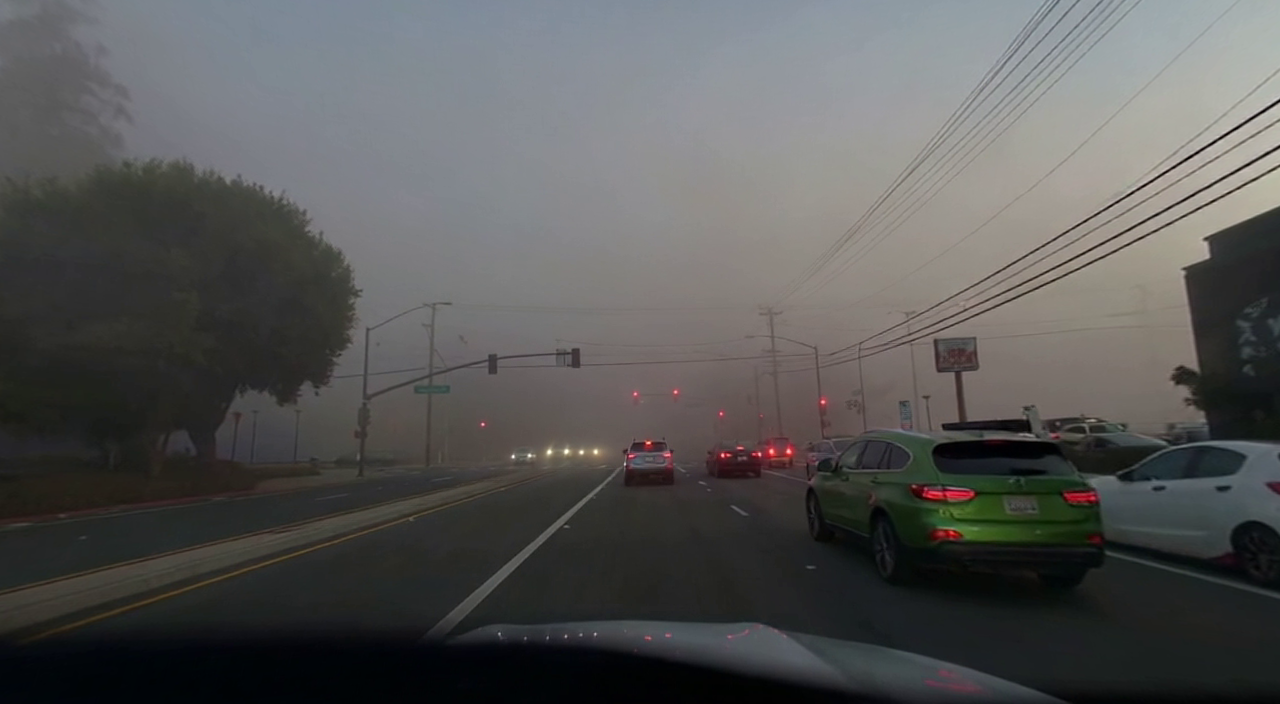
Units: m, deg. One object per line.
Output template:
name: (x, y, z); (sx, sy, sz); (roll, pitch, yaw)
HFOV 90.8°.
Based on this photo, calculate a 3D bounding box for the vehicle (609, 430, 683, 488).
vehicle: (0.201, 3.412, 20.449); (2.149, 1.668, 3.962); (0, -9, 1)

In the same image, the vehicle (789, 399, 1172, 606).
vehicle: (3.191, 1.507, 7.178); (1.998, 1.620, 4.267); (0, -9, 1)

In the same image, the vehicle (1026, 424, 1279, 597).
vehicle: (6.299, 1.478, 6.317); (1.906, 1.435, 4.670); (0, -9, 0)

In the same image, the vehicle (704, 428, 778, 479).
vehicle: (3.812, 3.945, 24.715); (2.060, 1.789, 4.712); (0, -9, -1)
